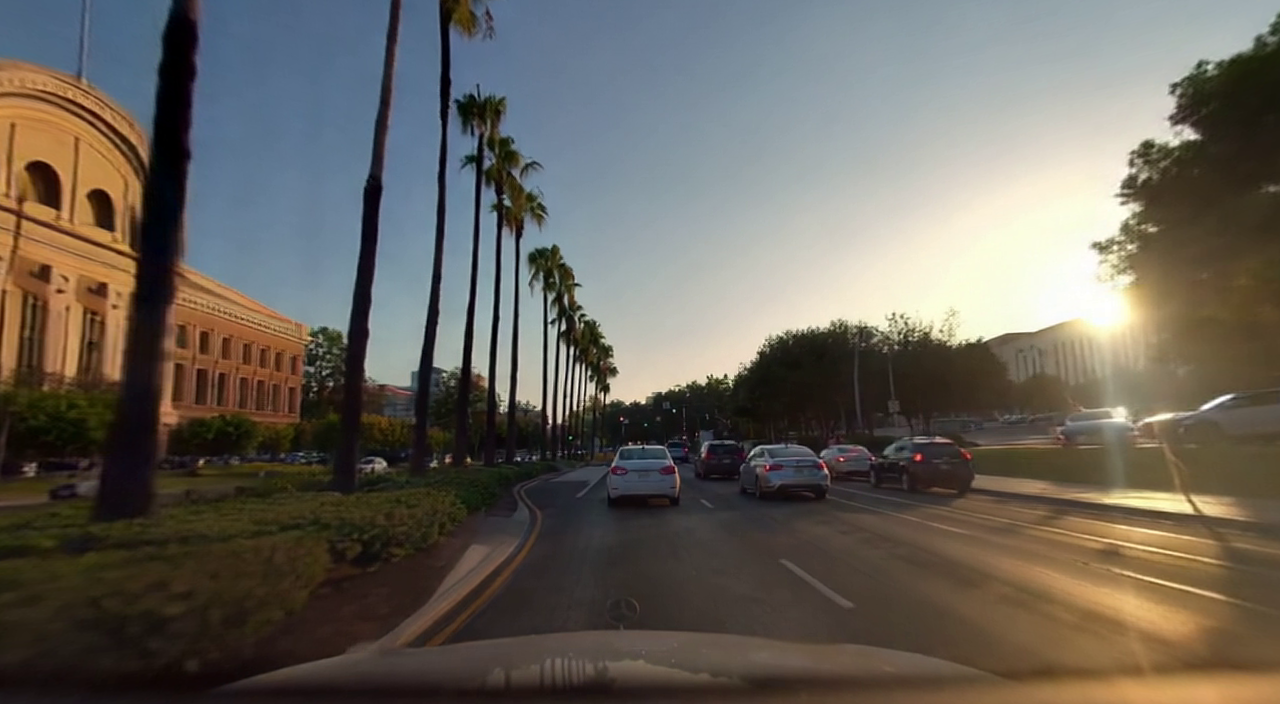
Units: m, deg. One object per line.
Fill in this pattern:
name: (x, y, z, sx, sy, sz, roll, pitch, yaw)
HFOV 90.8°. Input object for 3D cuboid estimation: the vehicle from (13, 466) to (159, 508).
vehicle: (-23.917, 5.808, 27.577, 1.957, 1.493, 4.900, 0, -9, 0)

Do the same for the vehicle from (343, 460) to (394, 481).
vehicle: (-20.960, 9.121, 48.937, 1.856, 1.429, 4.672, 0, -9, 0)

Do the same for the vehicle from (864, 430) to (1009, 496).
vehicle: (8.620, 3.265, 18.955, 1.994, 1.715, 4.777, 0, -9, 0)

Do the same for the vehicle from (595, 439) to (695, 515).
vehicle: (0.059, 2.832, 14.792, 2.050, 1.521, 3.747, 0, -9, -1)

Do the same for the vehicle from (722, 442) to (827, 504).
vehicle: (3.496, 3.209, 17.253, 1.833, 1.465, 4.258, 0, -9, -1)
